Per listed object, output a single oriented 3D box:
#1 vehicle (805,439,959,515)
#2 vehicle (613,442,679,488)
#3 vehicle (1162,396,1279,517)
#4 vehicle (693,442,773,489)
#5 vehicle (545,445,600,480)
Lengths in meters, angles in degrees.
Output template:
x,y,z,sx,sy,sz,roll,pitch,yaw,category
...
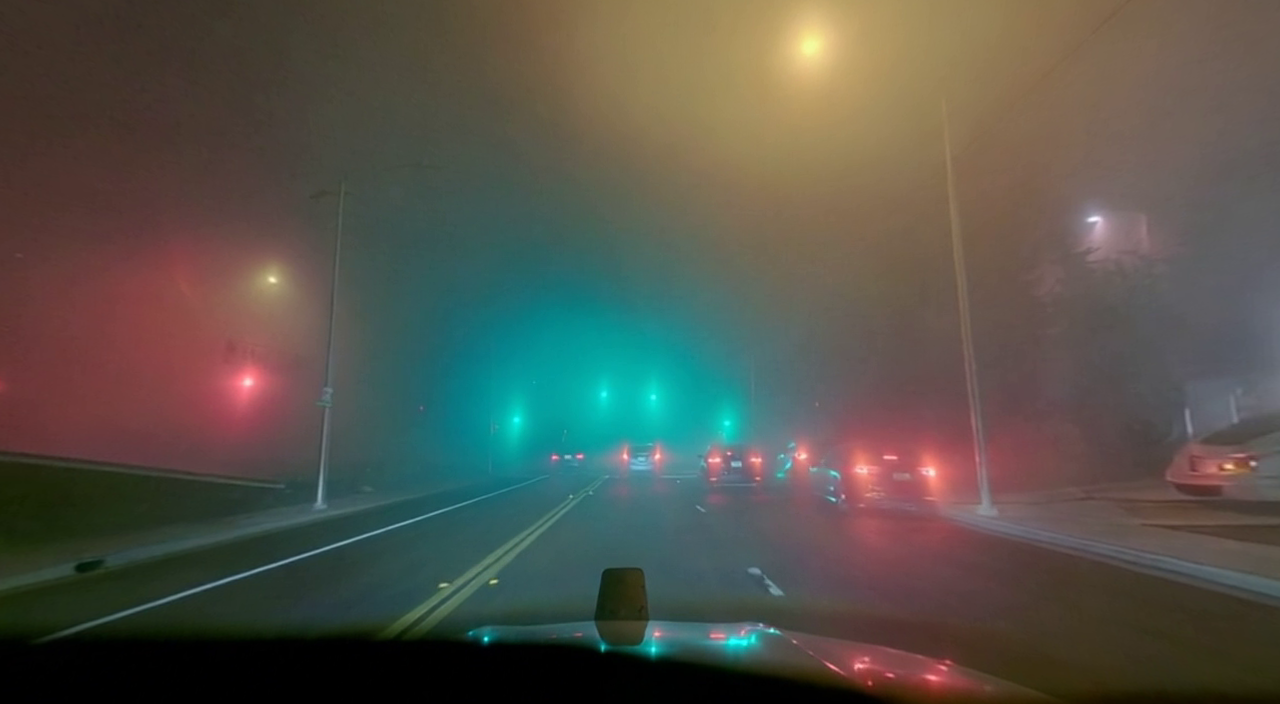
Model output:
x,y,z,sx,sy,sz,roll,pitch,yaw,category
5.817,3.028,15.913,2.011,1.620,4.694,0,-8,0,vehicle
0.197,3.945,22.390,2.101,1.467,4.210,0,-8,0,vehicle
13.712,1.674,11.637,5.929,1.970,2.381,-5,-8,-1,vehicle
3.168,3.983,22.525,2.158,1.483,4.415,0,-8,0,vehicle
-3.115,5.204,30.078,2.012,1.505,4.205,-1,-8,2,vehicle
